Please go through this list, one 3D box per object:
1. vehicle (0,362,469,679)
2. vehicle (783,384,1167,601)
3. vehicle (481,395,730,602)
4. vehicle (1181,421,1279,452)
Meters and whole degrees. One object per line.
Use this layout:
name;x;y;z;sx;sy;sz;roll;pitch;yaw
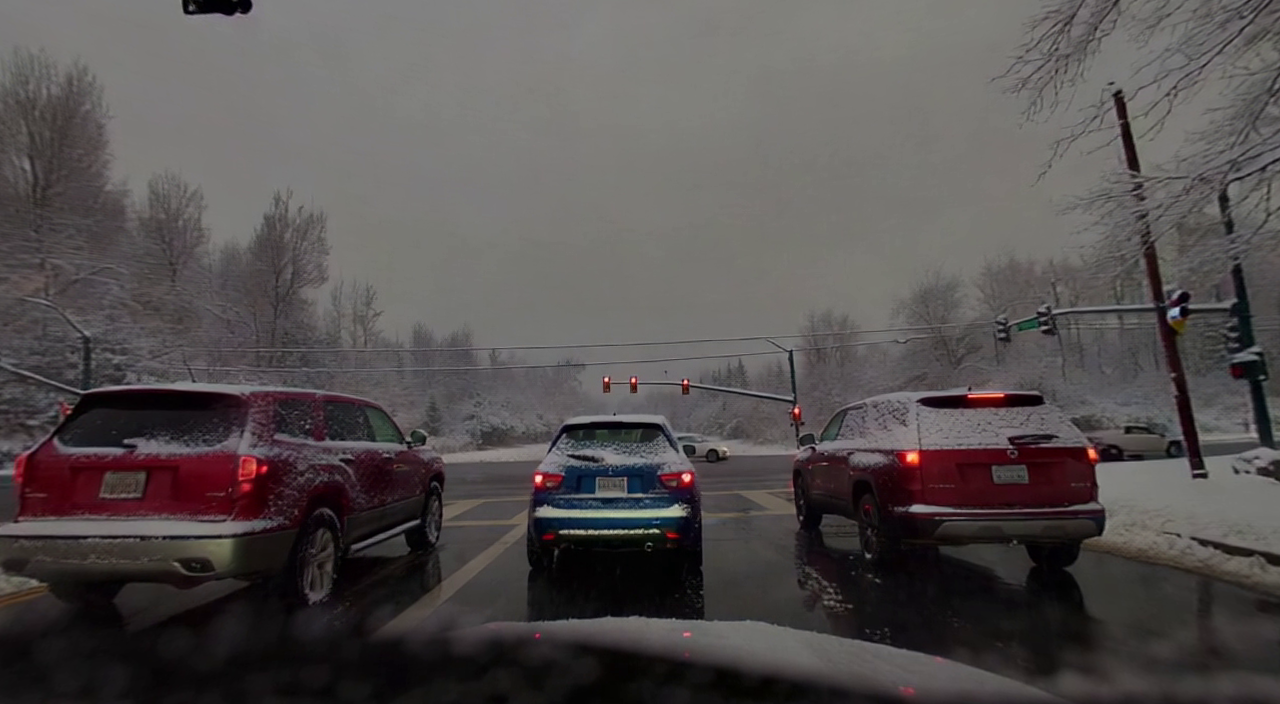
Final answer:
vehicle;-3.279;1.279;5.893;2.047;1.810;4.414;0;-8;1
vehicle;3.274;1.485;7.520;2.083;1.779;4.532;0;-8;0
vehicle;-0.234;1.513;7.317;2.067;1.702;3.987;0;-8;2
vehicle;32.785;4.660;34.770;4.175;1.634;1.877;1;-8;-5
